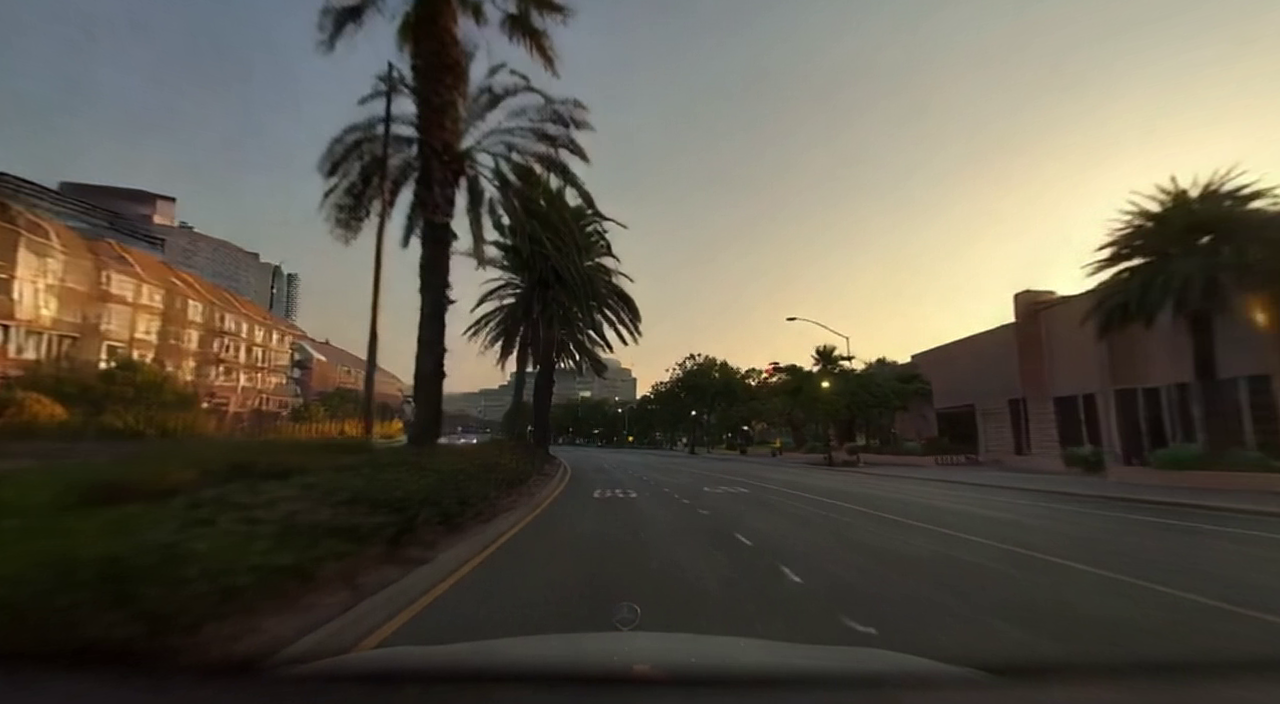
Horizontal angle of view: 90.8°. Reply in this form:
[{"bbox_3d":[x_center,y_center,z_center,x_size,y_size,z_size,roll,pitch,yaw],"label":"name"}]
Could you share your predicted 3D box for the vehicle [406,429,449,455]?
[{"bbox_3d":[-15.750,6.711,47.057,2.111,1.793,4.783,1,-9,-8],"label":"vehicle"}]
